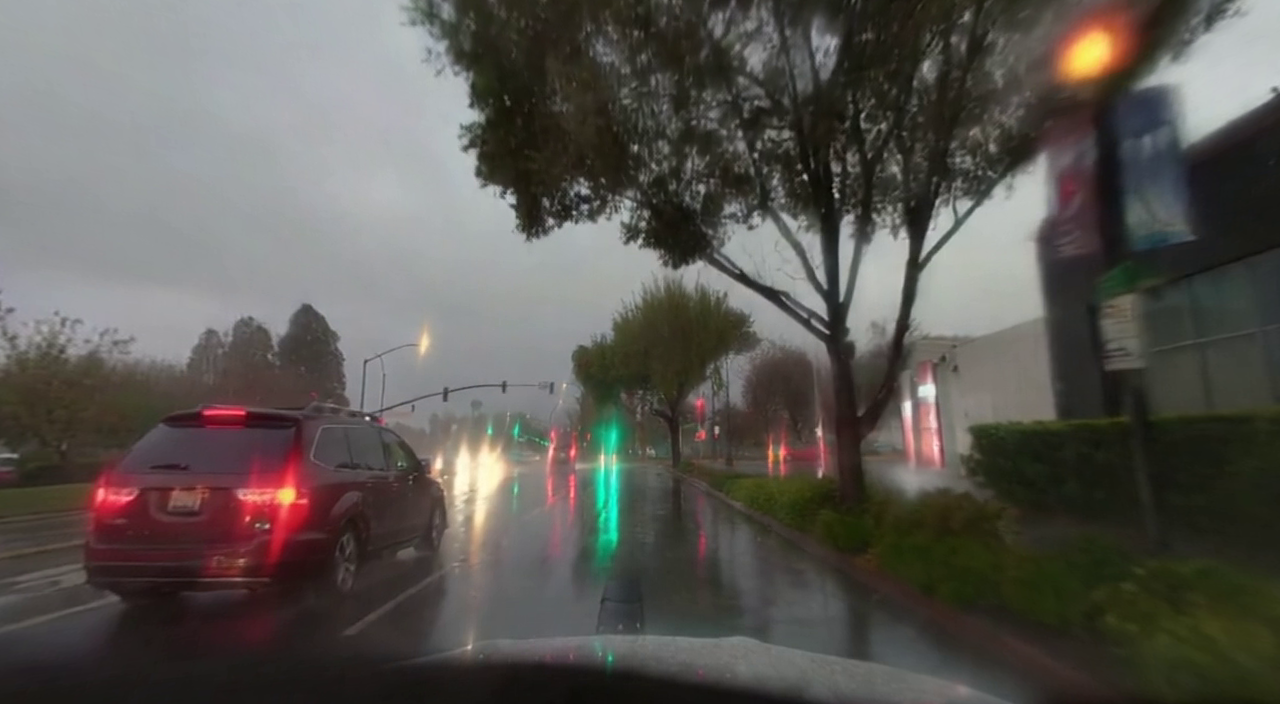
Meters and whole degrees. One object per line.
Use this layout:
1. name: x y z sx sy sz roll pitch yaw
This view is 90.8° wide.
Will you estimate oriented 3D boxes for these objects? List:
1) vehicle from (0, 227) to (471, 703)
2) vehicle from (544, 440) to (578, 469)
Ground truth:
1. vehicle: -3.338 0.985 4.795 2.509 1.885 5.831 0 -9 0
2. vehicle: -5.289 6.926 42.803 2.134 1.799 5.082 1 -9 -6
